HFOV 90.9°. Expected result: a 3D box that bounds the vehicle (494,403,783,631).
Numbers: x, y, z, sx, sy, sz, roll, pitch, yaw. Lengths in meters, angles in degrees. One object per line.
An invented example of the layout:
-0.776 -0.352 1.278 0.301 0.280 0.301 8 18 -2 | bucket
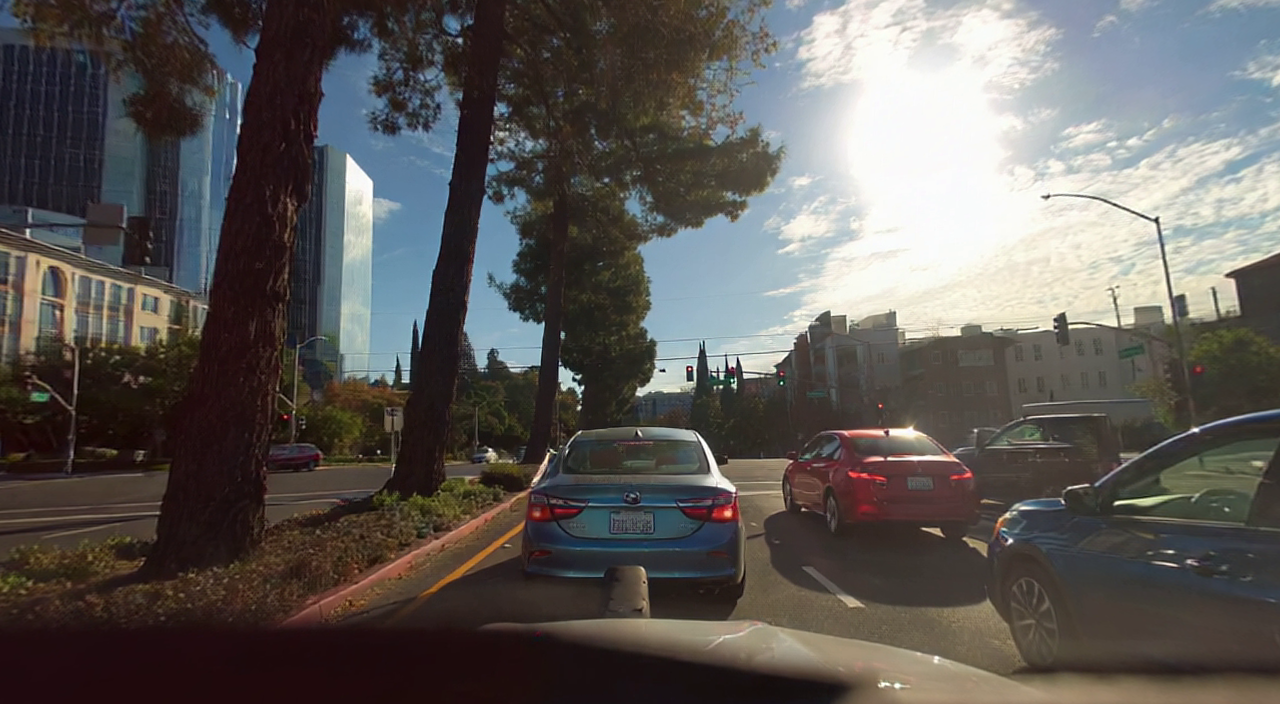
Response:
-0.027 1.479 6.521 2.074 1.631 3.793 0 -9 -1 | vehicle

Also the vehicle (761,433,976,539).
3.687 2.261 11.314 2.054 1.482 4.654 0 -9 -1 | vehicle

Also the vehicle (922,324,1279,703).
3.720 0.935 3.449 2.162 1.829 4.519 0 -9 -1 | vehicle
